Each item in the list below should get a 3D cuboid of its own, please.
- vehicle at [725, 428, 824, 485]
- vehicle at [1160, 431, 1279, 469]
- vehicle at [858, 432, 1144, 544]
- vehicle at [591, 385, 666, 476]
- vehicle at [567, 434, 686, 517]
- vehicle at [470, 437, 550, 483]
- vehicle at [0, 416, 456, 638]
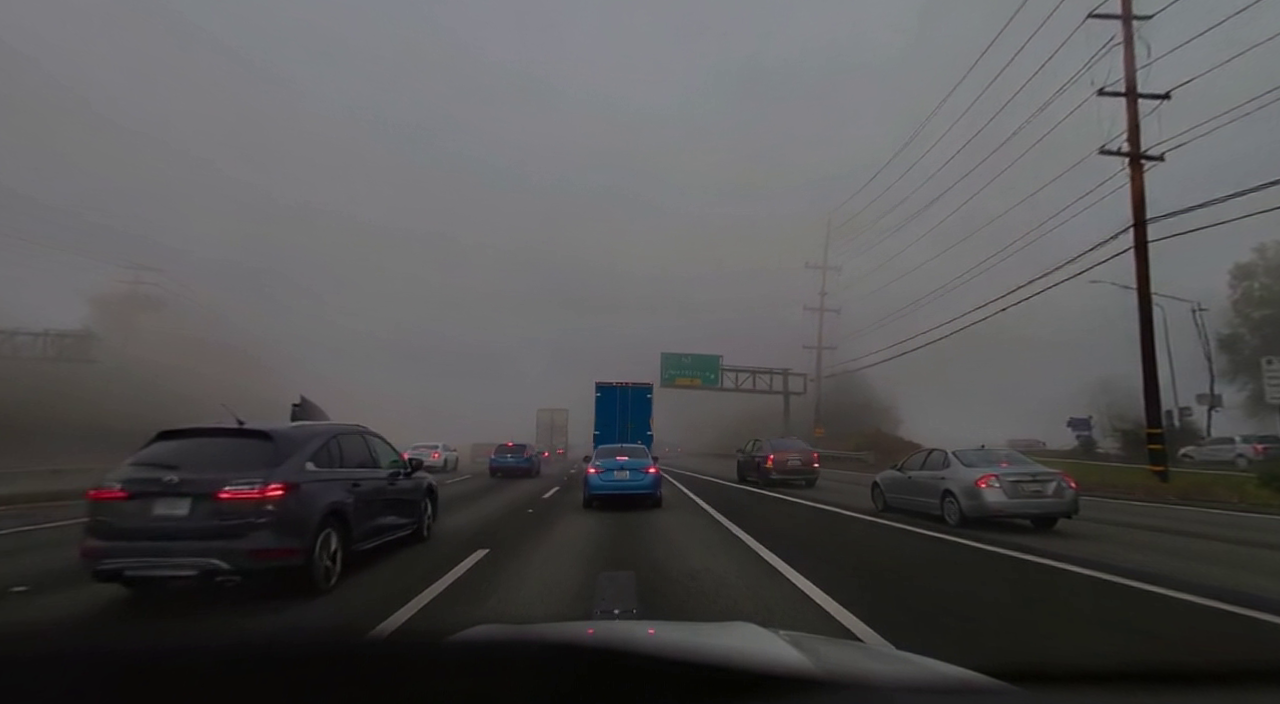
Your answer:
[{"bbox_3d":[4.287,3.419,20.813,2.023,1.676,4.002,1,-9,-6],"label":"vehicle"},{"bbox_3d":[28.509,4.693,30.414,1.991,1.655,5.330,1,-9,-6],"label":"vehicle"},{"bbox_3d":[5.374,2.054,10.221,1.878,1.406,4.164,1,-9,-6],"label":"vehicle"},{"bbox_3d":[-0.695,3.674,28.829,2.909,3.518,8.262,0,-9,-3],"label":"vehicle"},{"bbox_3d":[-0.331,2.516,13.340,2.112,1.463,4.012,0,-9,-3],"label":"vehicle"},{"bbox_3d":[-4.531,3.874,22.895,1.960,1.450,5.246,0,-9,-2],"label":"vehicle"},{"bbox_3d":[-3.790,1.547,6.725,2.235,1.472,4.860,0,-9,-1],"label":"vehicle"}]
